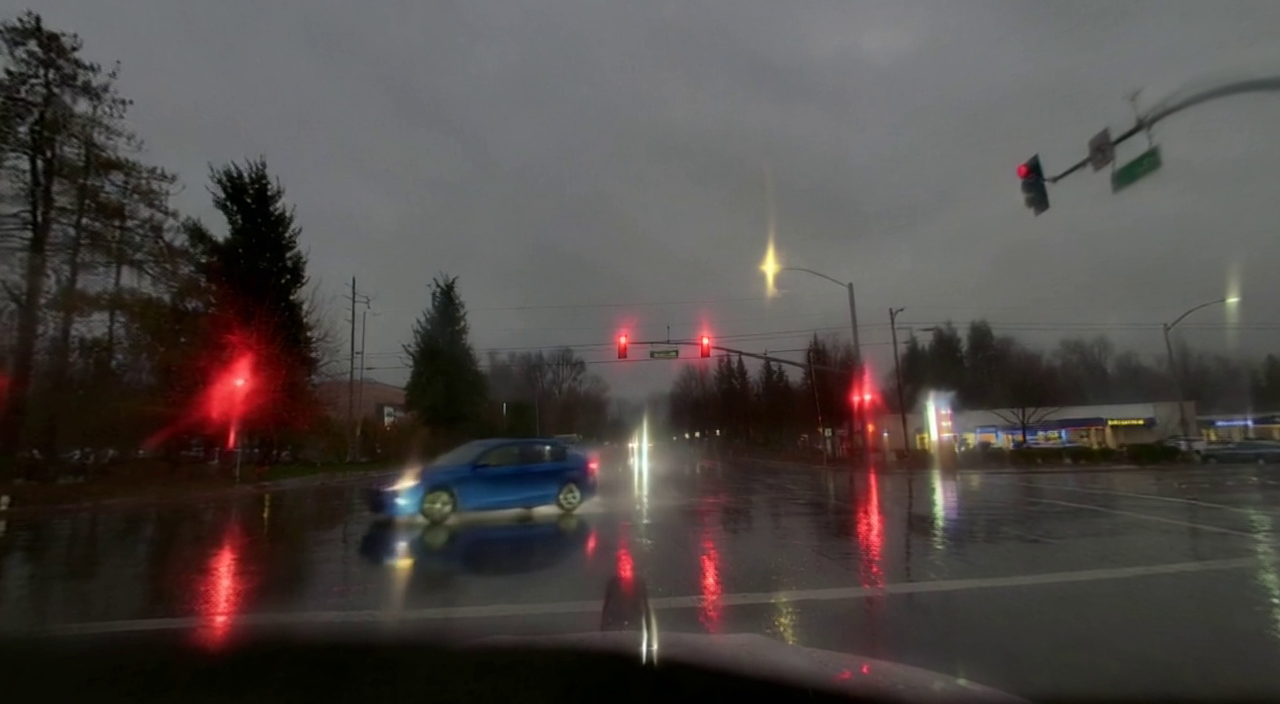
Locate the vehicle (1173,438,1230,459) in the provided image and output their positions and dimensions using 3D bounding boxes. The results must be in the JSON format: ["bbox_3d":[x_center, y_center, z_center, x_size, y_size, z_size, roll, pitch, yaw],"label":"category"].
[{"bbox_3d":[42.834,7.348,48.056,4.133,1.561,1.824,5,-10,-29],"label":"vehicle"}]

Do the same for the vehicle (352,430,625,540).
[{"bbox_3d":[-2.416,2.189,11.109,1.877,1.523,4.377,-7,-11,39],"label":"vehicle"}]
